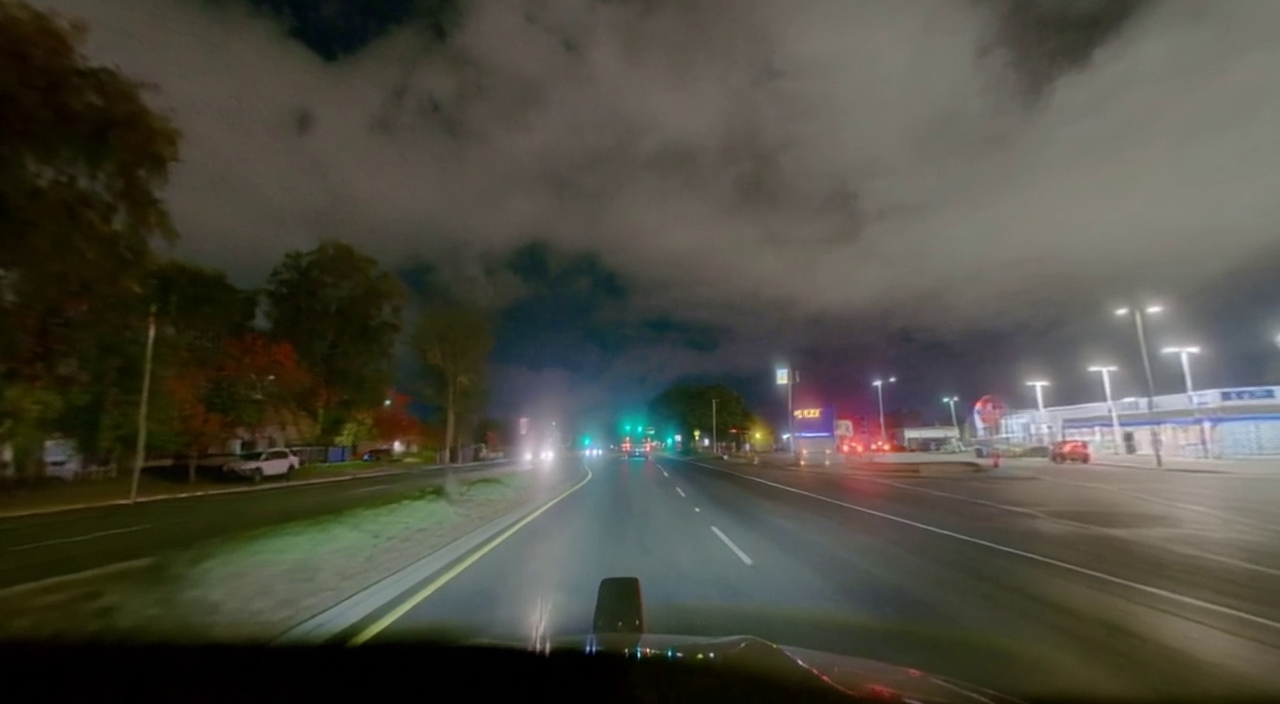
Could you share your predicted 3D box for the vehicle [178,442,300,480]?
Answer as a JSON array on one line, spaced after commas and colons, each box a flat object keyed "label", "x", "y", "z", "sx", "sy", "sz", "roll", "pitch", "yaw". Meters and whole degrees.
[{"label": "vehicle", "x": -23.103, "y": 6.269, "z": 36.743, "sx": 5.745, "sy": 1.920, "sz": 2.281, "roll": 3, "pitch": -9, "yaw": -30}]

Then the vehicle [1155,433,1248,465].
[{"label": "vehicle", "x": 36.058, "y": 6.215, "z": 40.599, "sx": 4.710, "sy": 1.864, "sz": 1.949, "roll": 0, "pitch": -8, "yaw": -13}]

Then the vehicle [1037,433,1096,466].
[{"label": "vehicle", "x": 31.111, "y": 7.097, "z": 46.239, "sx": 2.541, "sy": 2.248, "sz": 5.629, "roll": -4, "pitch": -9, "yaw": 24}]

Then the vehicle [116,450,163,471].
[{"label": "vehicle", "x": -37.563, "y": 8.099, "z": 47.405, "sx": 3.953, "sy": 1.457, "sz": 1.920, "roll": -7, "pitch": -11, "yaw": 40}]
